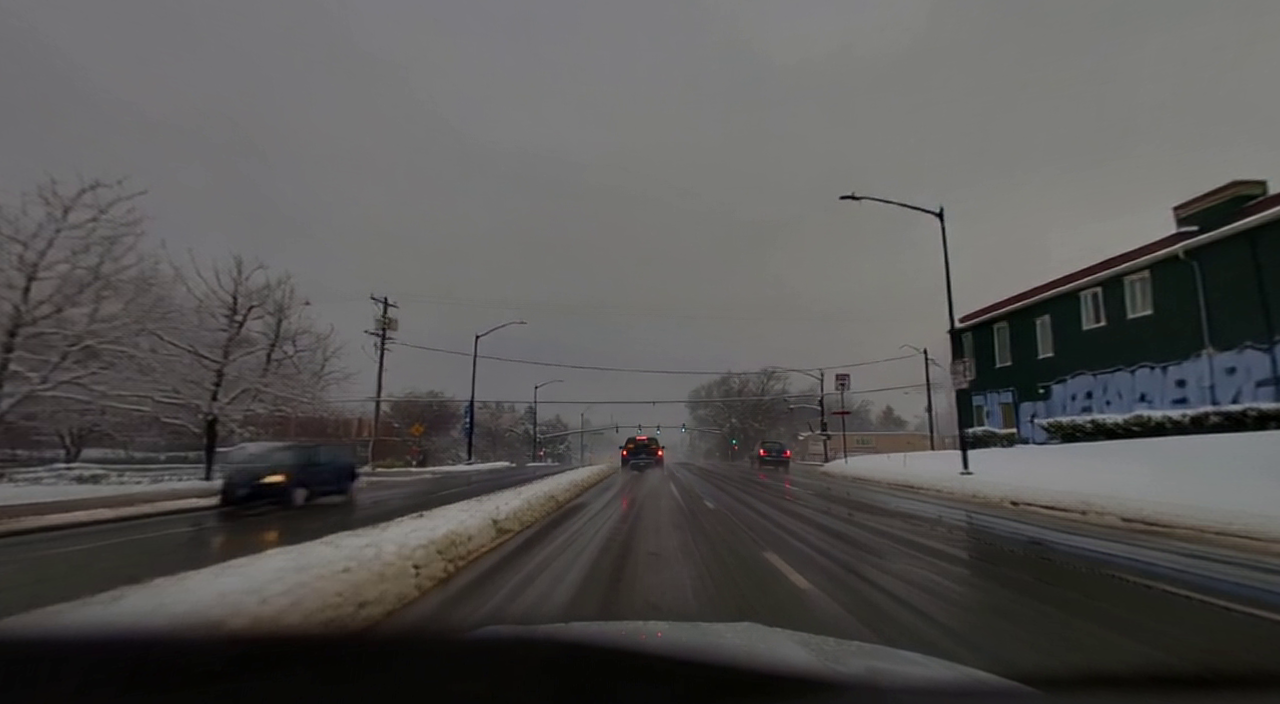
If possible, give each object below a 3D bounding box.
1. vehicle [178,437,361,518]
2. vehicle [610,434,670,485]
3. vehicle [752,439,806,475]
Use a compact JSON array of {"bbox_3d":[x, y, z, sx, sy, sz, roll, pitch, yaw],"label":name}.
[{"bbox_3d":[-9.259,3.129,16.312,1.979,1.794,4.264,-1,-8,2],"label":"vehicle"},{"bbox_3d":[0.035,4.214,25.058,2.160,1.786,4.702,0,-8,1],"label":"vehicle"},{"bbox_3d":[7.222,5.488,33.271,1.952,1.749,4.311,0,-8,1],"label":"vehicle"}]
